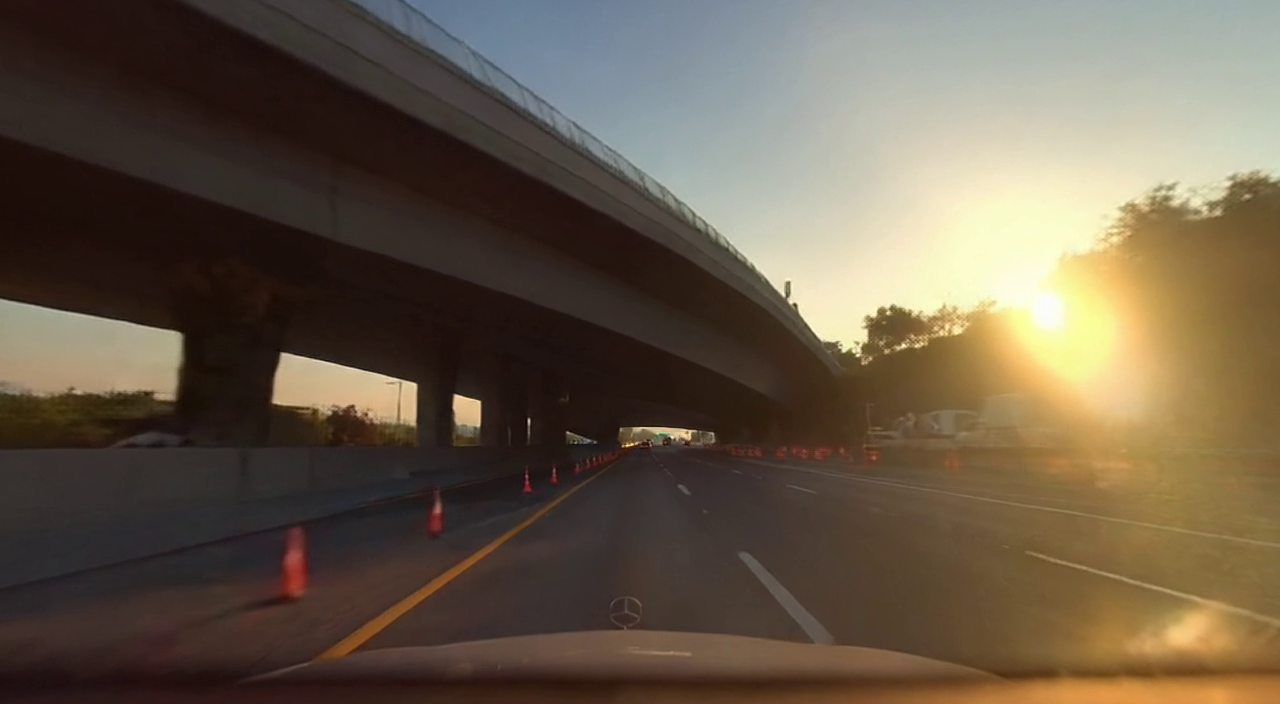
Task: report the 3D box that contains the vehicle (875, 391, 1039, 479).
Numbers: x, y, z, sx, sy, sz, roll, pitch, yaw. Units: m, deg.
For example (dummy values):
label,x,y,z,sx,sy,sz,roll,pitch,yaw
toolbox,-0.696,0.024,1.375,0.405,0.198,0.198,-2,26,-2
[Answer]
label,x,y,z,sx,sy,sz,roll,pitch,yaw
vehicle,13.197,3.609,27.205,2.905,3.106,7.417,-3,-8,-1
